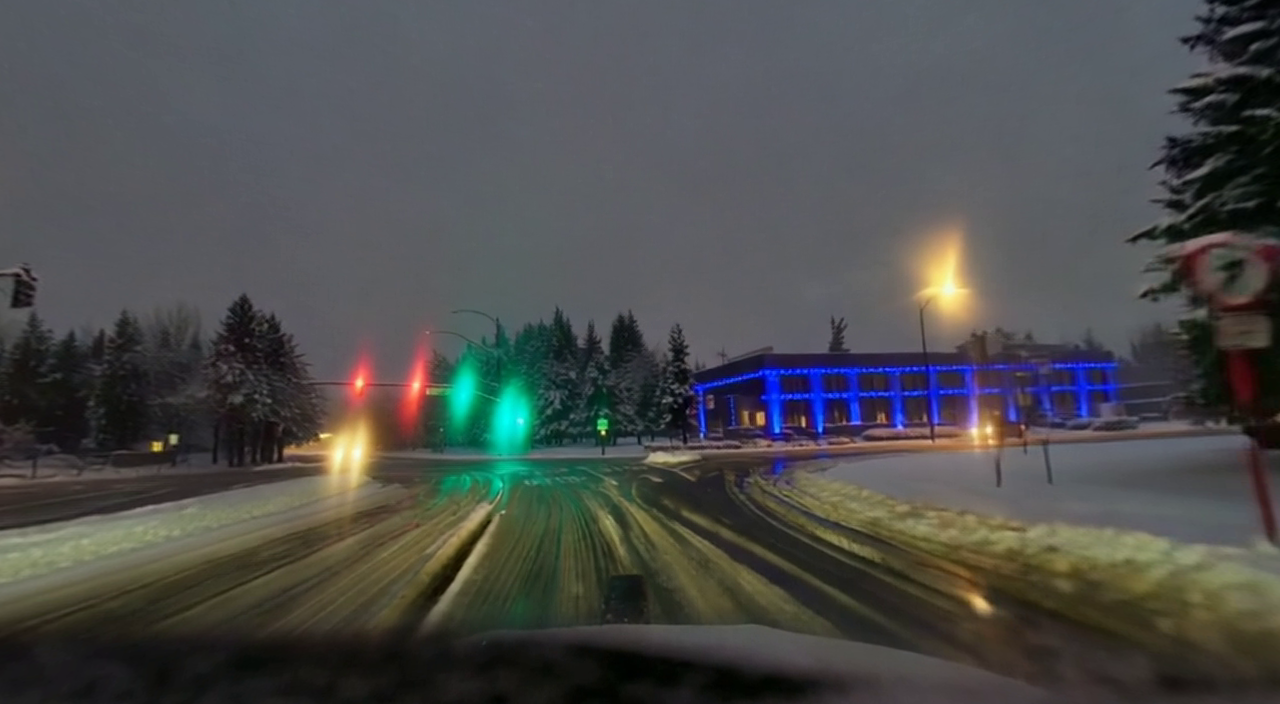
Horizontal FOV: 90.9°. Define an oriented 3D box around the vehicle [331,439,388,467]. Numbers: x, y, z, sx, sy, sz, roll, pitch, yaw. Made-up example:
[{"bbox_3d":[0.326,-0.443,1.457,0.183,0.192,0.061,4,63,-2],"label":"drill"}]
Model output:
[{"bbox_3d":[-21.324,7.621,47.699,2.336,1.923,5.570,7,-11,-40],"label":"vehicle"}]
